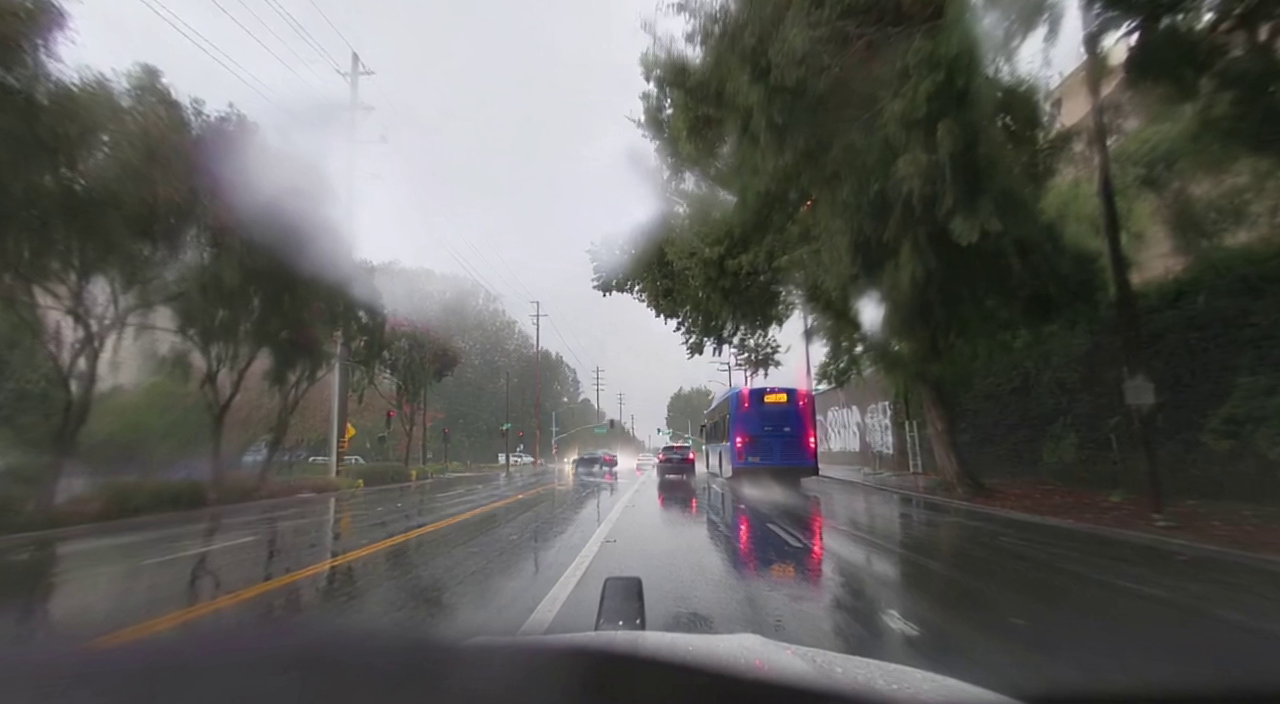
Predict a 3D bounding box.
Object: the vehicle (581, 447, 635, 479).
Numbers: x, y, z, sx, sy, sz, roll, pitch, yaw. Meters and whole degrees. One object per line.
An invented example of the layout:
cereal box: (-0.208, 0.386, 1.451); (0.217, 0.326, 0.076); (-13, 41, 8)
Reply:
vehicle: (-1.788, 5.822, 33.471); (2.018, 1.544, 4.420); (2, -9, -14)

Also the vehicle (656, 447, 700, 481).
vehicle: (1.729, 5.265, 30.087); (1.961, 1.470, 4.196); (0, -8, 1)

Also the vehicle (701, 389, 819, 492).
vehicle: (4.627, 3.880, 27.606); (3.045, 3.447, 12.604); (0, -8, 2)
